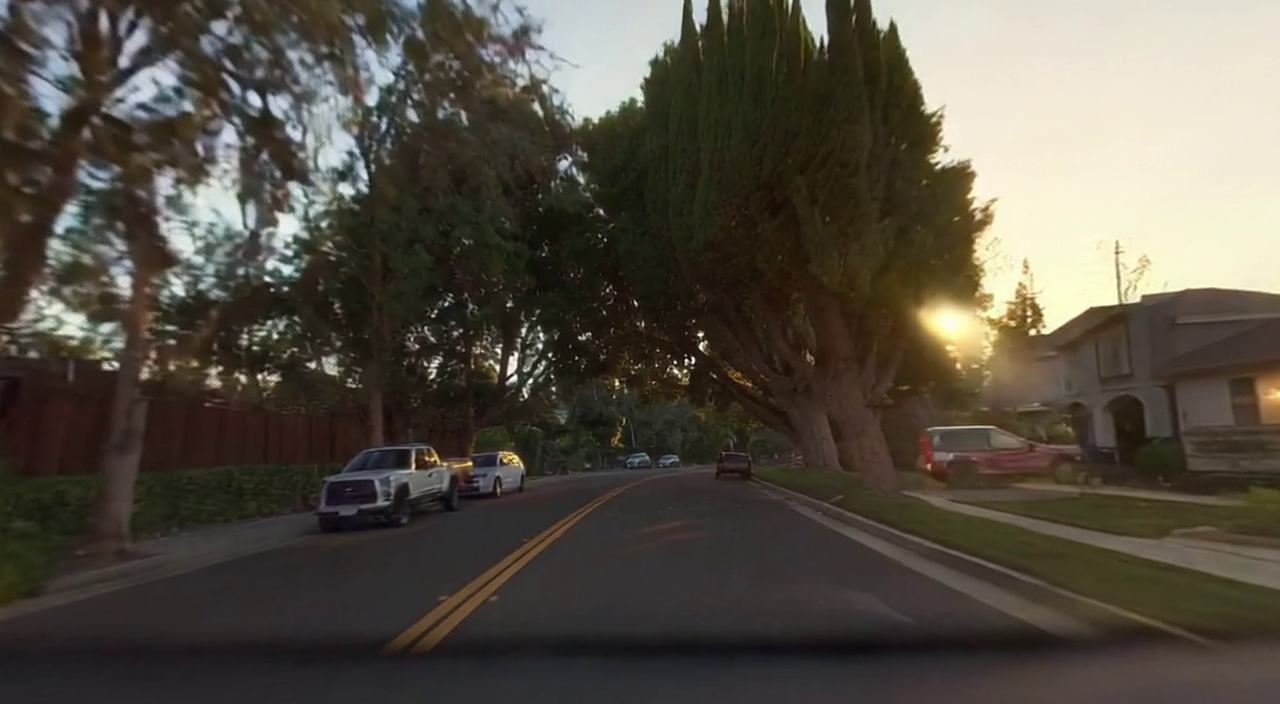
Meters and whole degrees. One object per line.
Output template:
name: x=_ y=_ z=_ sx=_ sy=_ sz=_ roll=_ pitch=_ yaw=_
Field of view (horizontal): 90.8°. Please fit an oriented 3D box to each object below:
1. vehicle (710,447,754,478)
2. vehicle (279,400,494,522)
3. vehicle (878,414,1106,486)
vehicle: x=4.673 y=5.497 z=31.625 sx=1.948 sy=1.408 sz=4.345 roll=-2 pitch=-9 yaw=11
vehicle: x=-5.634 y=2.924 z=15.385 sx=2.334 sy=2.126 sz=6.444 roll=-5 pitch=-15 yaw=2
vehicle: x=10.096 y=2.897 z=18.607 sx=5.325 sy=1.939 sz=2.150 roll=-2 pitch=-9 yaw=9
